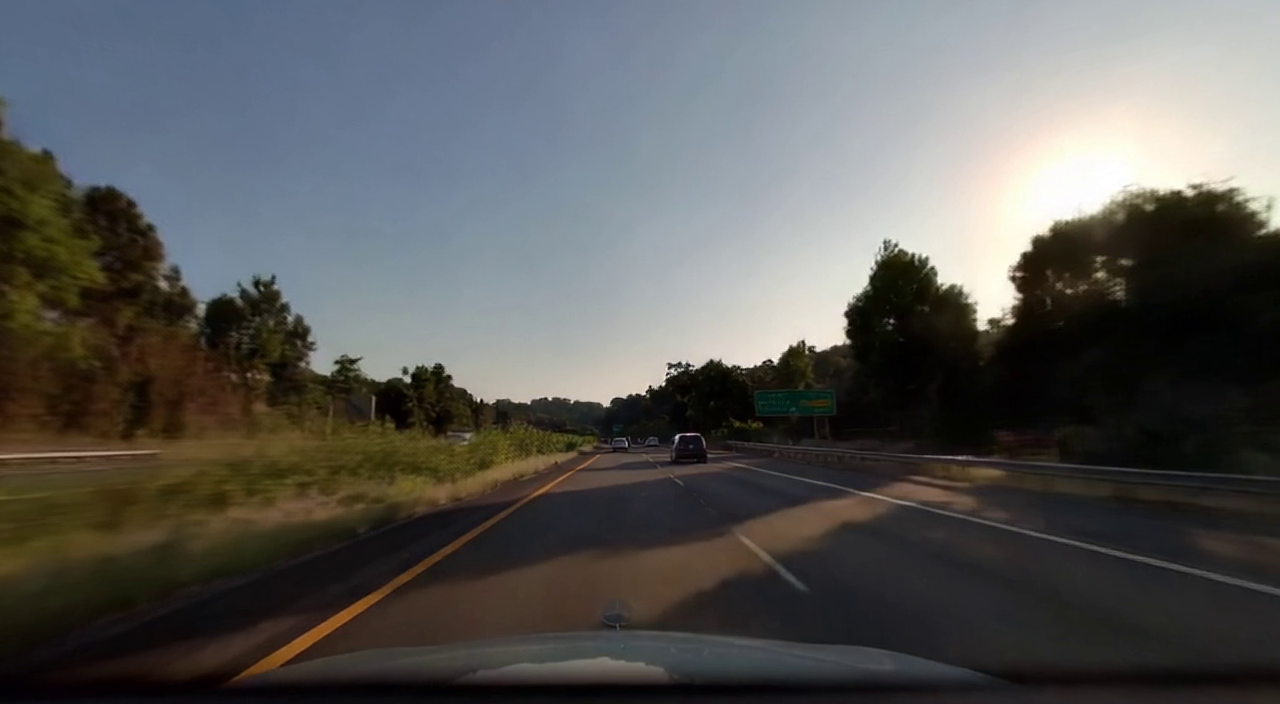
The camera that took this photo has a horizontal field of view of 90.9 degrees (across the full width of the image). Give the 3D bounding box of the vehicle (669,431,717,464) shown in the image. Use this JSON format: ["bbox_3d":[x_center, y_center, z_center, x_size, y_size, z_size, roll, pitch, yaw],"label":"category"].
[{"bbox_3d":[2.838,5.246,34.860,2.085,1.681,4.436,0,-8,-2],"label":"vehicle"}]

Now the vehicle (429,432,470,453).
[{"bbox_3d":[-14.703,7.027,48.898,1.989,1.531,3.818,0,-8,-1],"label":"vehicle"}]
